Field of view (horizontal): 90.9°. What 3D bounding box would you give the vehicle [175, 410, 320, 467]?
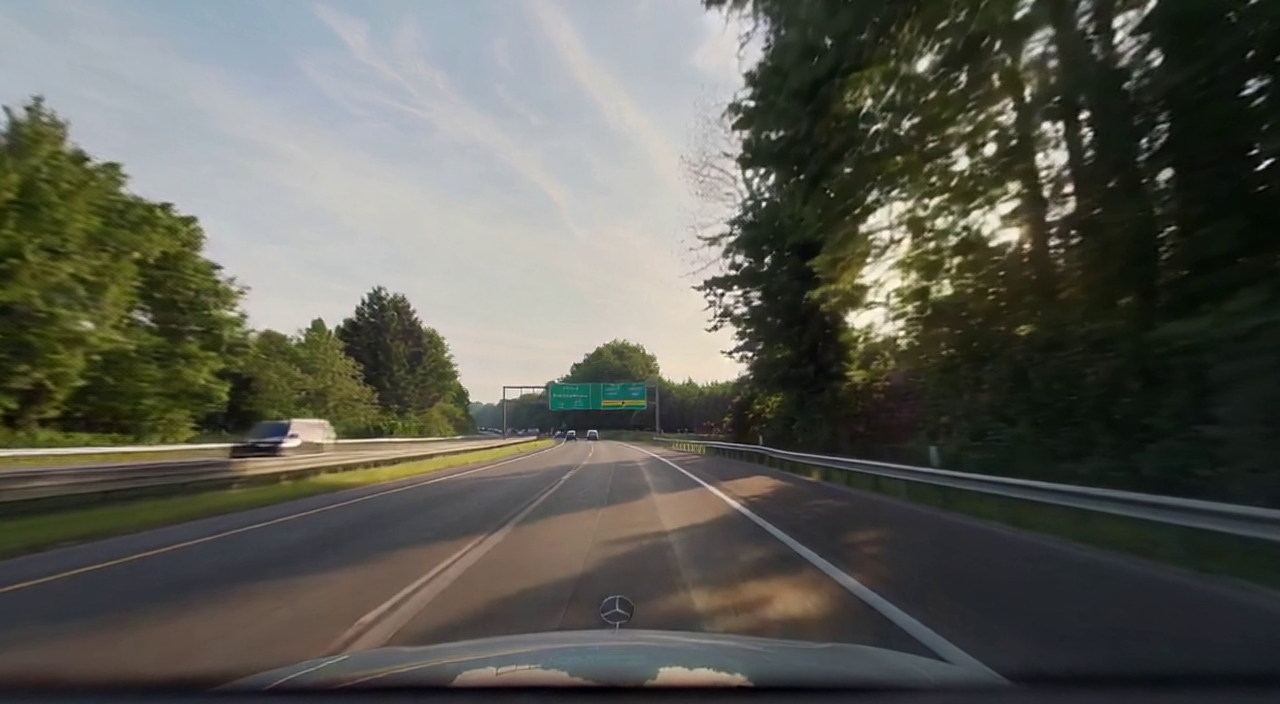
[{"bbox_3d":[-13.885,3.114,22.812,2.011,1.804,5.202,0,-8,-2],"label":"vehicle"}]
